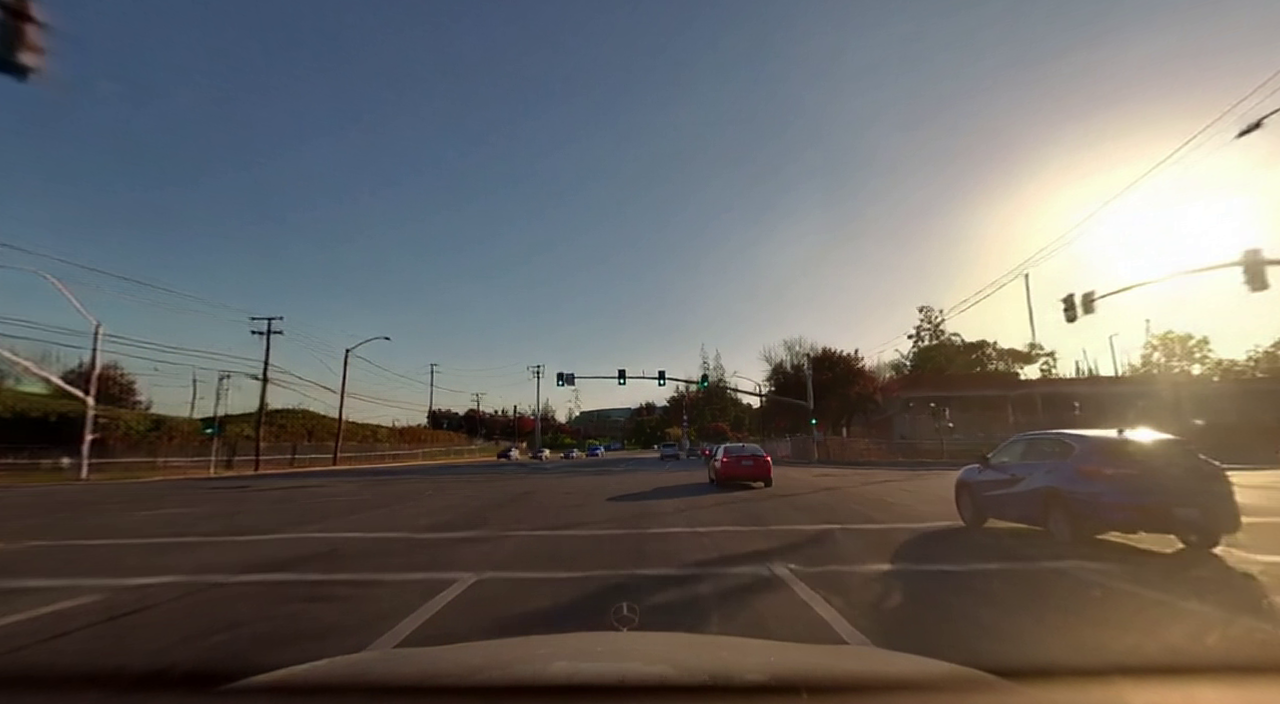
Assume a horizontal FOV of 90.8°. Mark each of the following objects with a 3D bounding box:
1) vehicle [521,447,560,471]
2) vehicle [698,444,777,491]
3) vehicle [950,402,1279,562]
[{"bbox_3d":[-7.742,8.360,49.485,1.933,1.502,4.946,-6,-8,2],"label":"vehicle"},{"bbox_3d":[3.256,3.974,22.083,2.035,1.460,4.392,0,-9,0],"label":"vehicle"},{"bbox_3d":[6.761,1.790,9.387,2.029,1.795,4.371,0,-9,0],"label":"vehicle"}]
